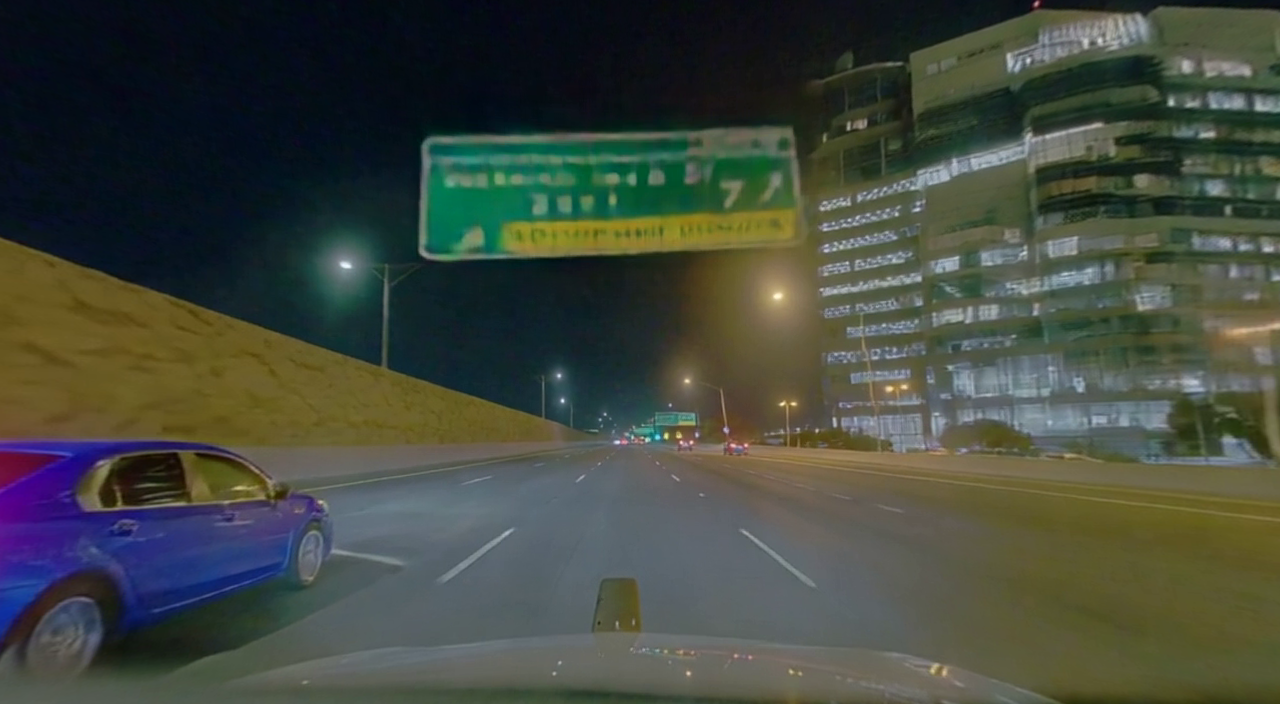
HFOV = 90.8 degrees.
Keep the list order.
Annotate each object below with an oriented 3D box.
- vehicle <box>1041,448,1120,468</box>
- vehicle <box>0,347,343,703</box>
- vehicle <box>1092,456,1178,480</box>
[{"bbox_3d":[33.937,8.186,48.767,4.640,1.514,1.862,0,-8,2],"label":"vehicle"},{"bbox_3d":[-3.784,0.950,3.650,2.070,1.641,4.315,0,-8,-1],"label":"vehicle"},{"bbox_3d":[33.667,7.879,43.020,4.380,1.493,1.722,1,-8,-2],"label":"vehicle"}]
